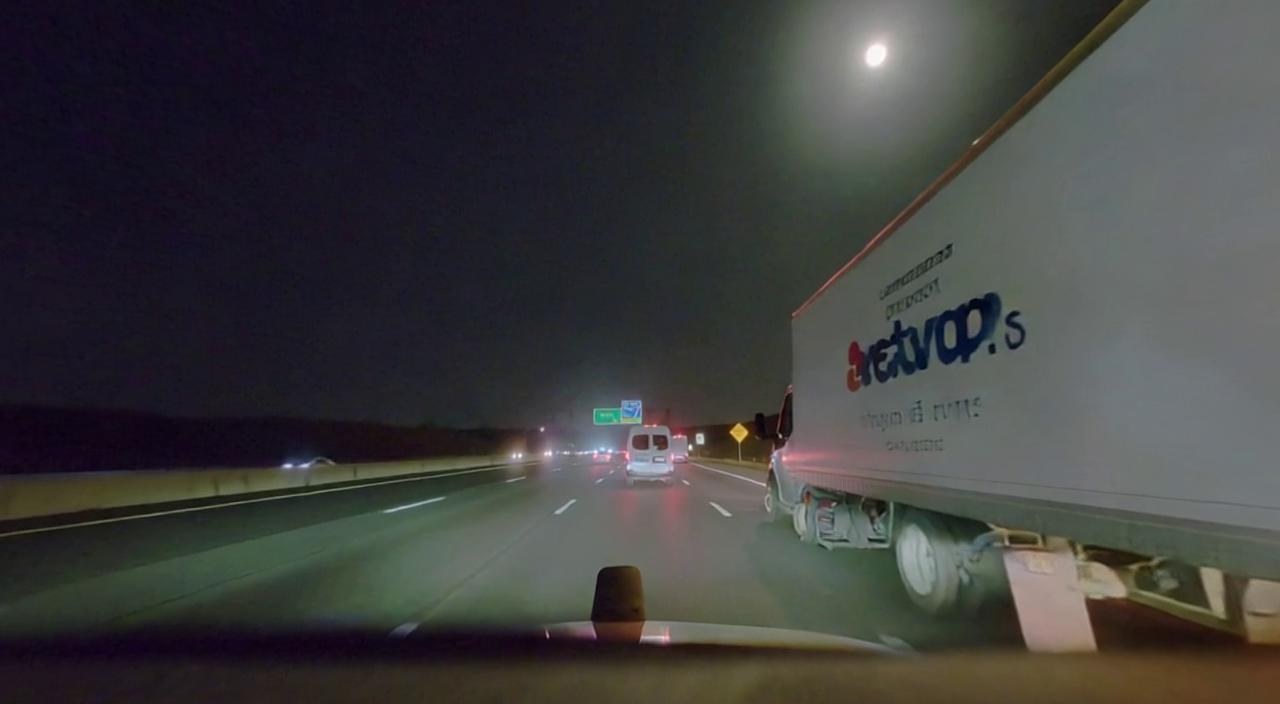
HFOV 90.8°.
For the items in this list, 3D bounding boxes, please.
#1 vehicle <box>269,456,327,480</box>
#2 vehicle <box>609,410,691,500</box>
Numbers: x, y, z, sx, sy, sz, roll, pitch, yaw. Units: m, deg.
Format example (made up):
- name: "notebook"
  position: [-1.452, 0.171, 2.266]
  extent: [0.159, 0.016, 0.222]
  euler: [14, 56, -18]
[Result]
- name: "vehicle"
  position: [-23.704, 8.043, 43.920]
  extent: [1.864, 1.470, 3.888]
  euler: [0, -9, 0]
- name: "vehicle"
  position: [0.183, 3.350, 20.750]
  extent: [2.332, 2.558, 5.314]
  euler: [0, -9, -2]
